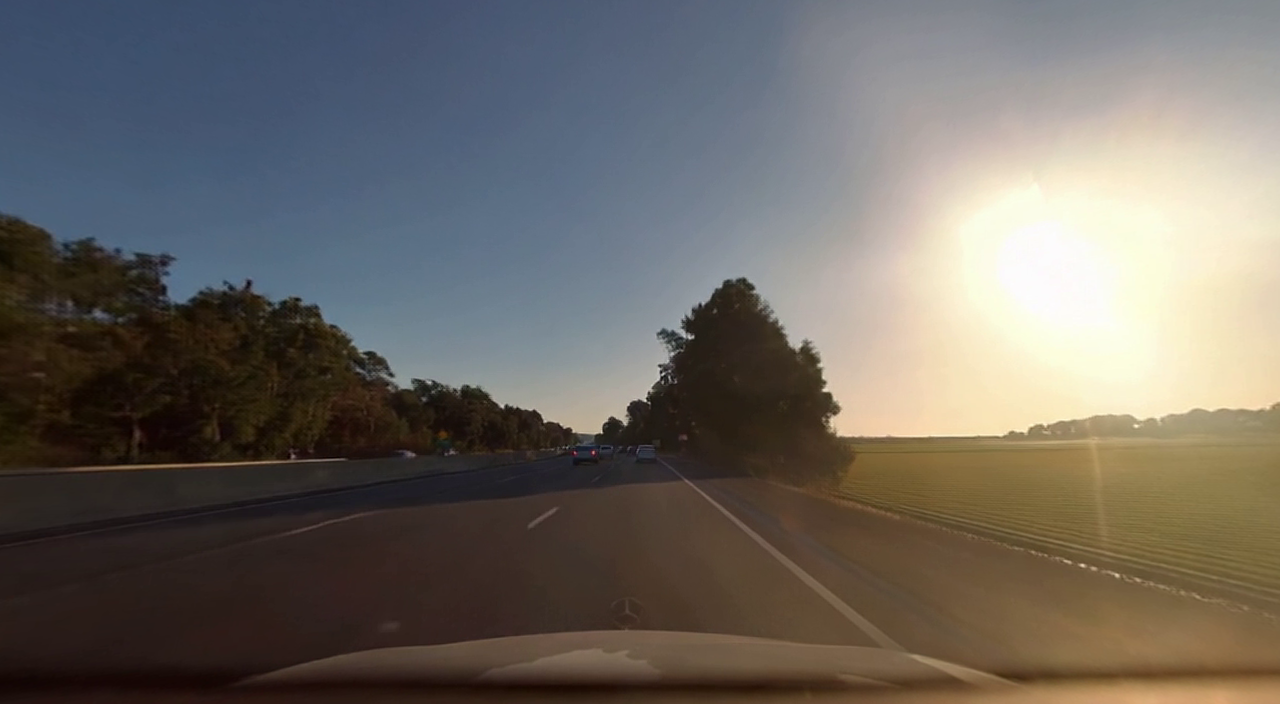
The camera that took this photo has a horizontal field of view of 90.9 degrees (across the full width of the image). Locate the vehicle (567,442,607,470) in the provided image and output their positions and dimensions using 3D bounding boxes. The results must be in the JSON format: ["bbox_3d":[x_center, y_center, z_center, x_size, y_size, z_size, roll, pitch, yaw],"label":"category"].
[{"bbox_3d":[-3.271,6.500,39.527,2.028,1.634,4.441,0,-8,1],"label":"vehicle"}]

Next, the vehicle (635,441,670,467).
[{"bbox_3d":[0.829,6.960,43.272,2.259,1.697,4.106,0,-8,1],"label":"vehicle"}]
